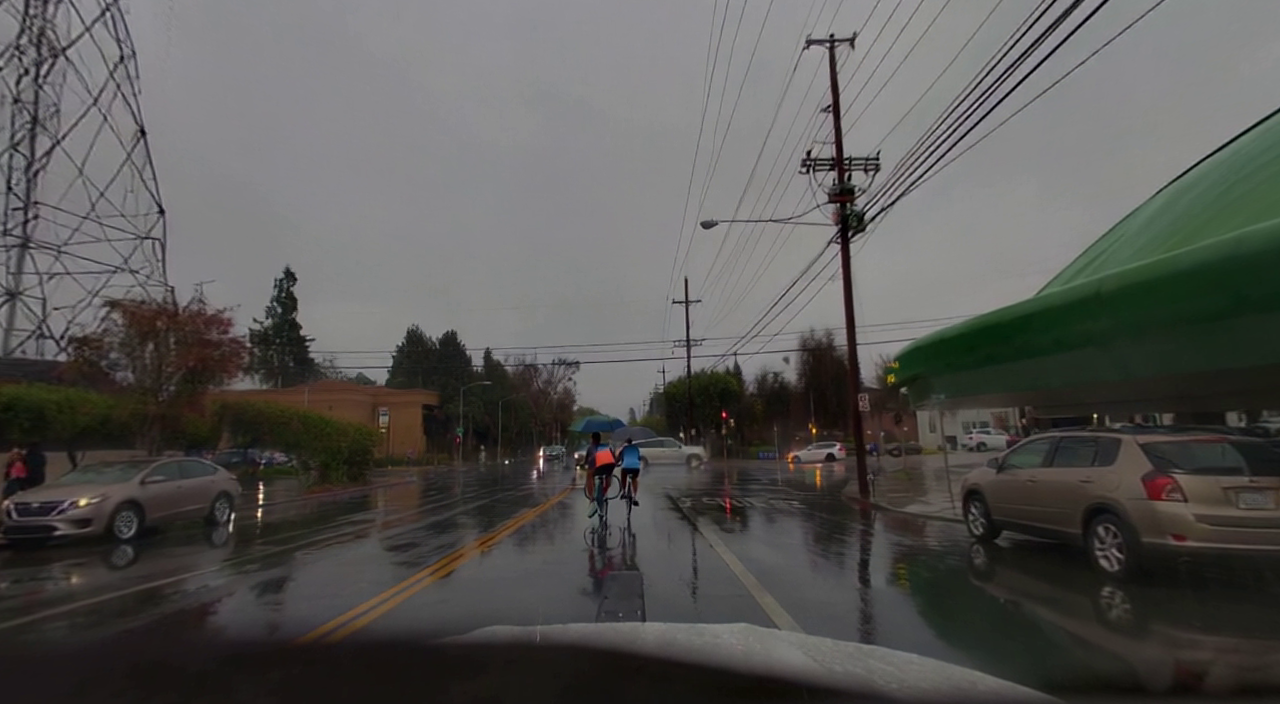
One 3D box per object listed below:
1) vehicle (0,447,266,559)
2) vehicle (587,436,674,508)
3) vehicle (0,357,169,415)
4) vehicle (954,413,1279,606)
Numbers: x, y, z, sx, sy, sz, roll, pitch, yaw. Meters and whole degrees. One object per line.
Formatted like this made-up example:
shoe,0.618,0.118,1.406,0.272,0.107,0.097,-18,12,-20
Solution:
vehicle,-10.224,2.871,12.974,2.075,1.816,4.900,0,-8,-1
vehicle,-0.202,3.317,17.966,2.190,1.783,4.048,0,-8,1
vehicle,-17.098,1.090,19.445,3.685,1.584,1.708,1,-9,-3
vehicle,5.825,1.703,7.712,1.873,1.714,3.979,0,-8,-1
